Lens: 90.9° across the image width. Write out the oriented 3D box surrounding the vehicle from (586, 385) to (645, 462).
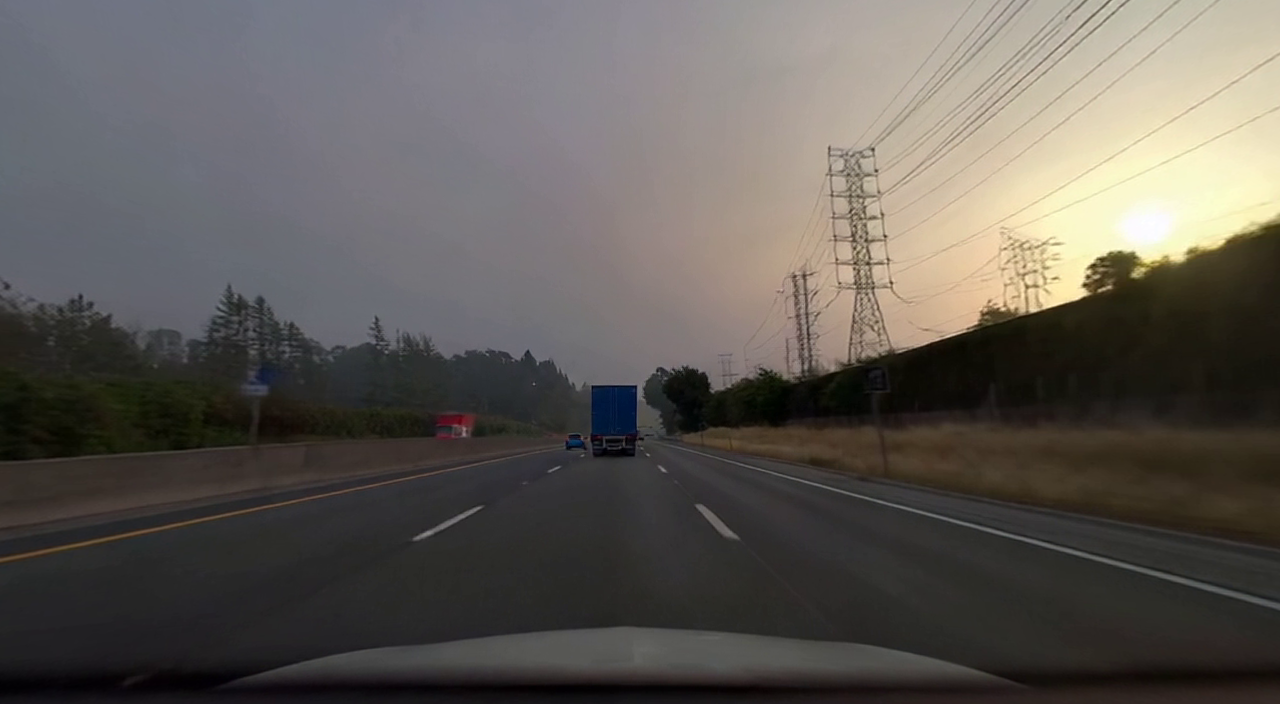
[{"bbox_3d":[-1.360,4.230,36.500,2.955,3.851,9.915,0,-8,-2],"label":"vehicle"}]
